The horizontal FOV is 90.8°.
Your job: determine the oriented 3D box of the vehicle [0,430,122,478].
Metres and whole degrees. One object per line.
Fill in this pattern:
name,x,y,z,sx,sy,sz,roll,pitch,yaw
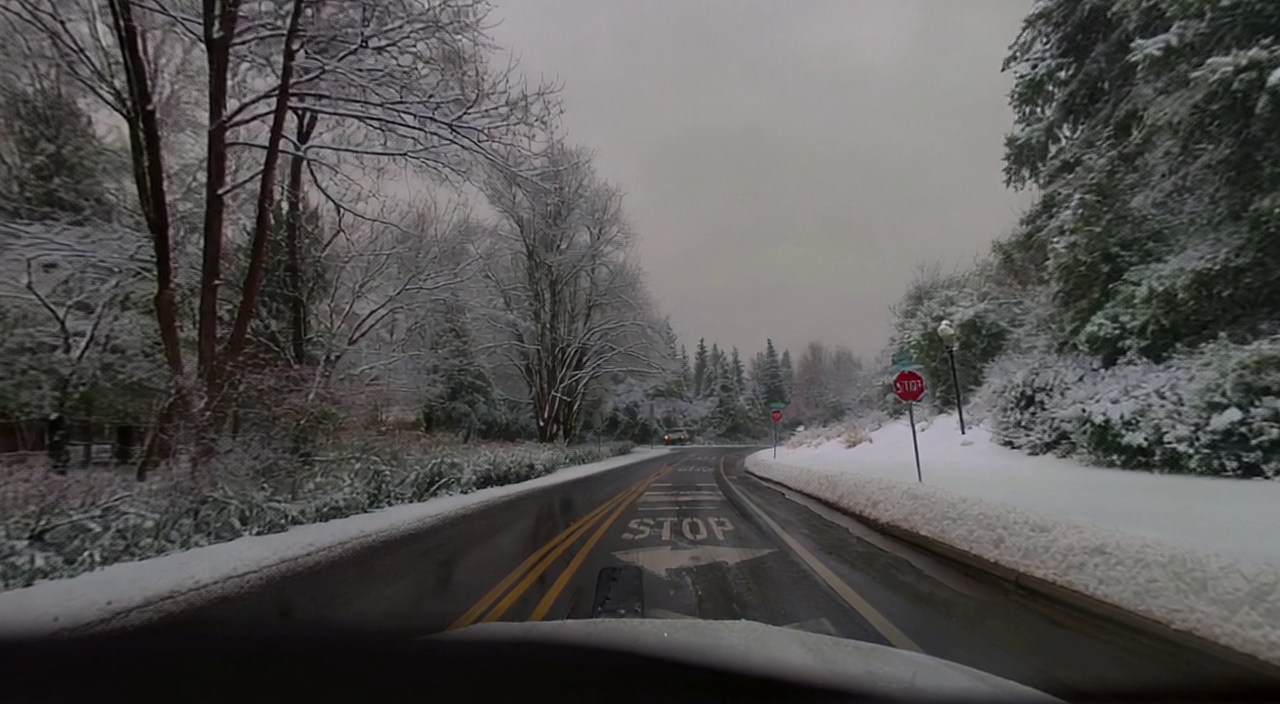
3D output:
vehicle,-28.346,4.935,30.717,4.733,1.892,1.939,-4,-4,2

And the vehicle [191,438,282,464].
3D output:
vehicle,-23.934,5.898,37.561,4.007,1.459,1.952,0,-10,0
